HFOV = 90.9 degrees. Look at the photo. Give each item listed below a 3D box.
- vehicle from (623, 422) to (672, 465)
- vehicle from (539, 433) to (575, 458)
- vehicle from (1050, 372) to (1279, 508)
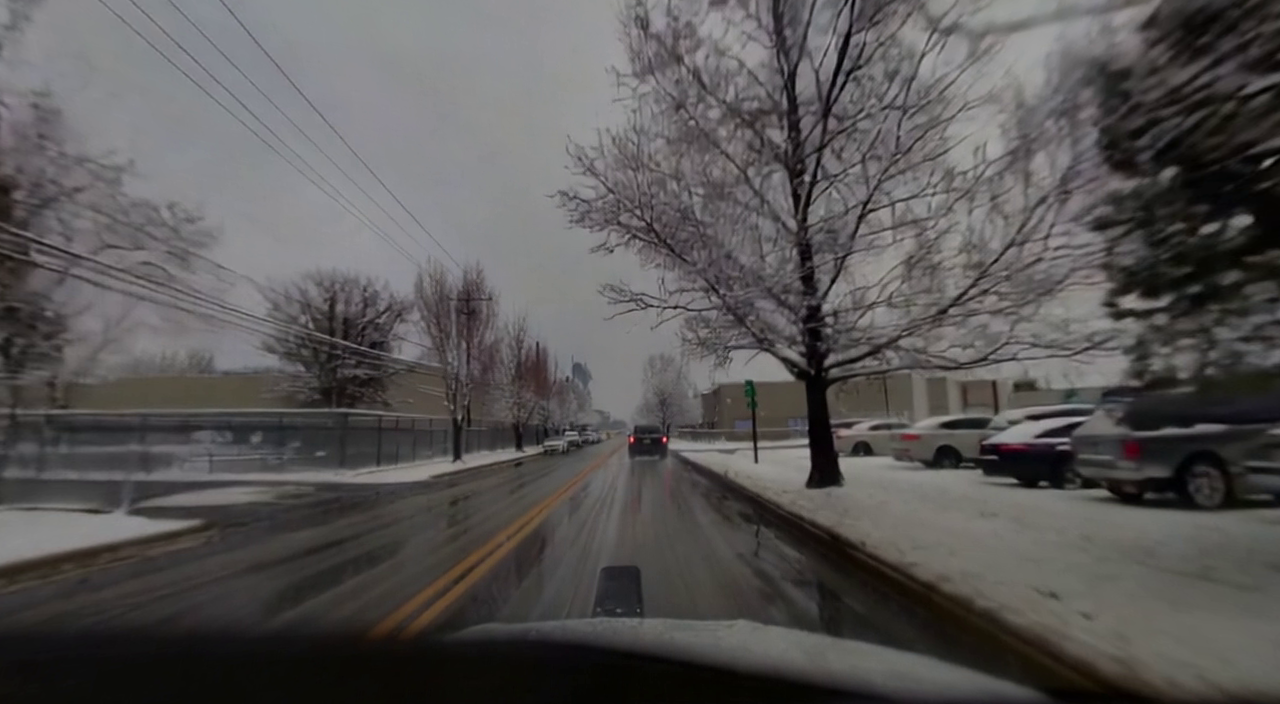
[{"bbox_3d":[0.376,4.315,29.824,2.152,1.874,4.042,0,-7,1],"label":"vehicle"},{"bbox_3d":[-5.760,6.601,44.287,1.938,1.500,4.130,-3,-9,-1],"label":"vehicle"},{"bbox_3d":[9.217,1.317,9.573,4.454,1.824,2.099,0,-7,0],"label":"vehicle"}]
